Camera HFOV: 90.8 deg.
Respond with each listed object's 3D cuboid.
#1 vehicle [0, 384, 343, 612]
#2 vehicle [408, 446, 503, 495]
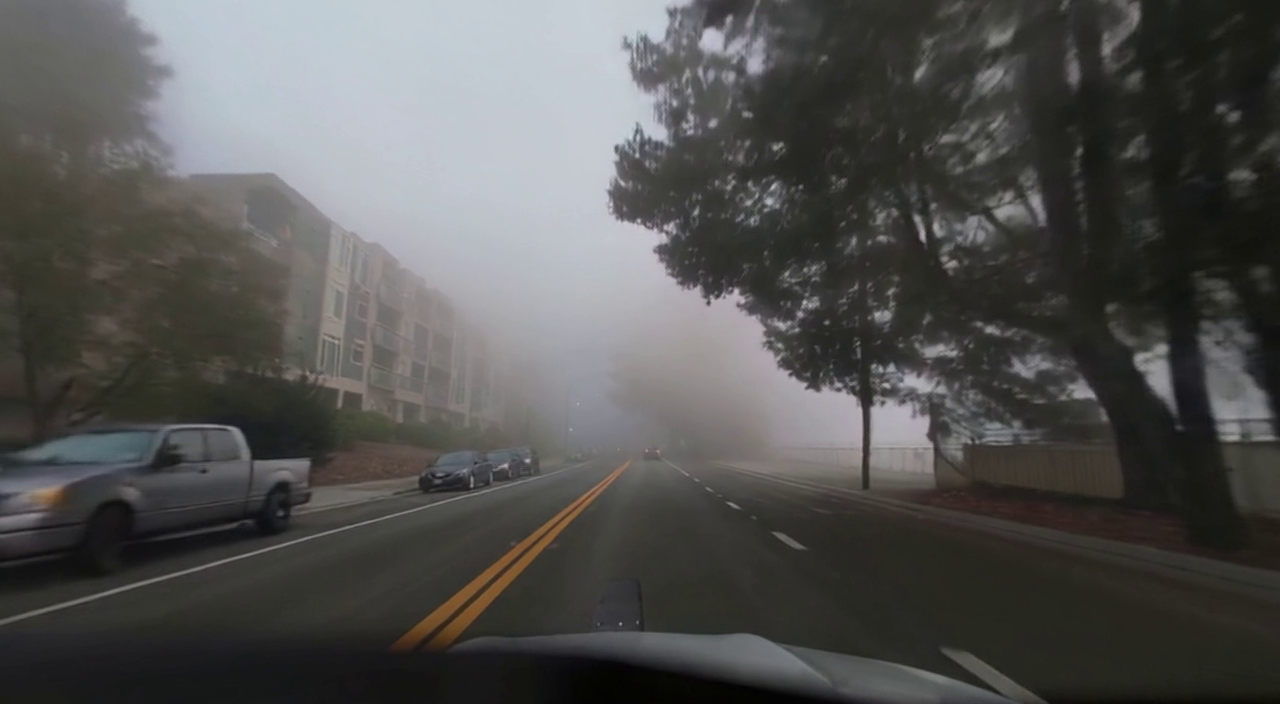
[{"bbox_3d":[-6.485,1.646,8.402,2.331,1.962,5.633,2,-8,-1],"label":"vehicle"},{"bbox_3d":[-6.438,4.142,22.625,1.914,1.417,4.750,2,-8,1],"label":"vehicle"}]
